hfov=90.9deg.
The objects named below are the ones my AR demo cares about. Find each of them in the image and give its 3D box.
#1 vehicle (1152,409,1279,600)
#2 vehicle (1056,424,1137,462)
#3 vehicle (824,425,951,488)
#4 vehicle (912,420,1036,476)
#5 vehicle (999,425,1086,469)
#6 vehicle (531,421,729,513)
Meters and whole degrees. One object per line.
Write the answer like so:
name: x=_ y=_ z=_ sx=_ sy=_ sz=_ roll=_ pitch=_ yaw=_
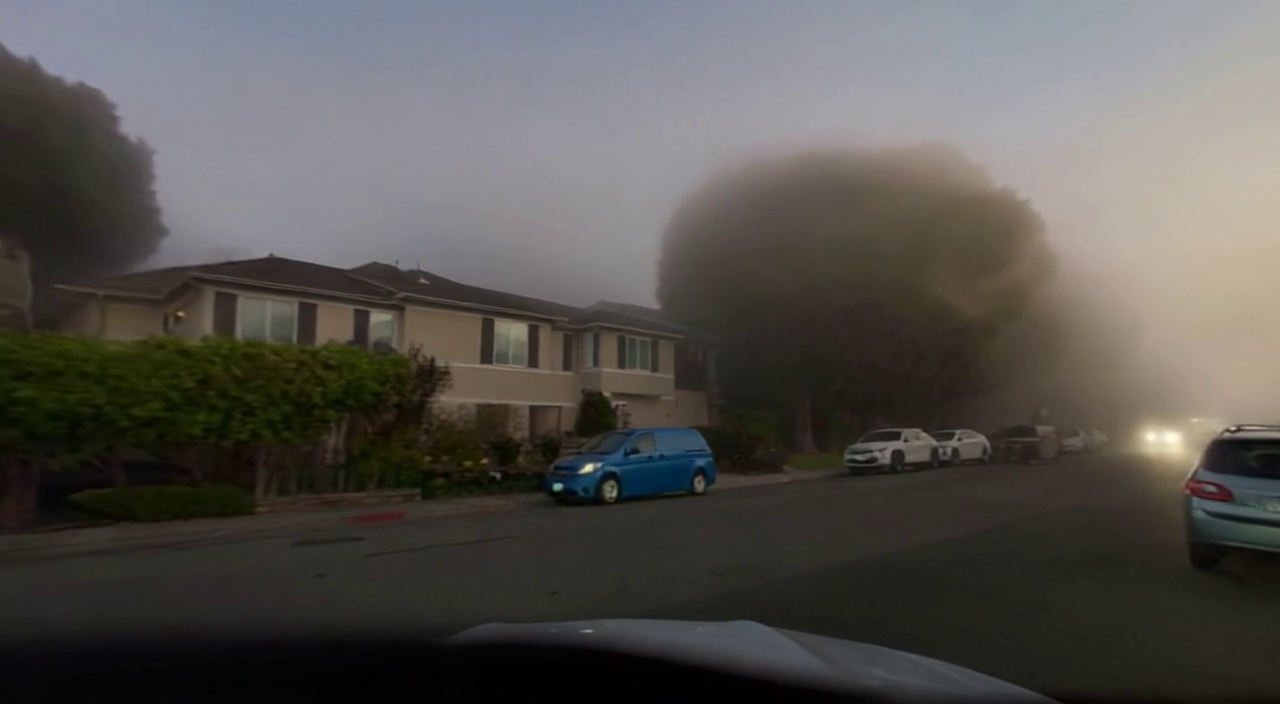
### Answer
vehicle: x=6.861 y=1.371 z=6.249 sx=4.226 sy=1.507 sz=2.008 roll=7 pitch=-10 yaw=-42
vehicle: x=20.947 y=4.100 z=28.886 sx=3.628 sy=1.532 sz=1.834 roll=3 pitch=-7 yaw=-35
vehicle: x=7.210 y=2.922 z=18.211 sx=3.785 sy=1.488 sz=1.828 roll=4 pitch=-7 yaw=-42
vehicle: x=11.549 y=3.285 z=21.713 sx=4.428 sy=1.670 sz=1.872 roll=4 pitch=-12 yaw=-37
vehicle: x=16.086 y=3.763 z=25.125 sx=3.465 sy=1.549 sz=1.734 roll=5 pitch=-13 yaw=-39
vehicle: x=-0.117 y=2.138 z=12.288 sx=3.513 sy=1.507 sz=1.798 roll=6 pitch=-9 yaw=-40
